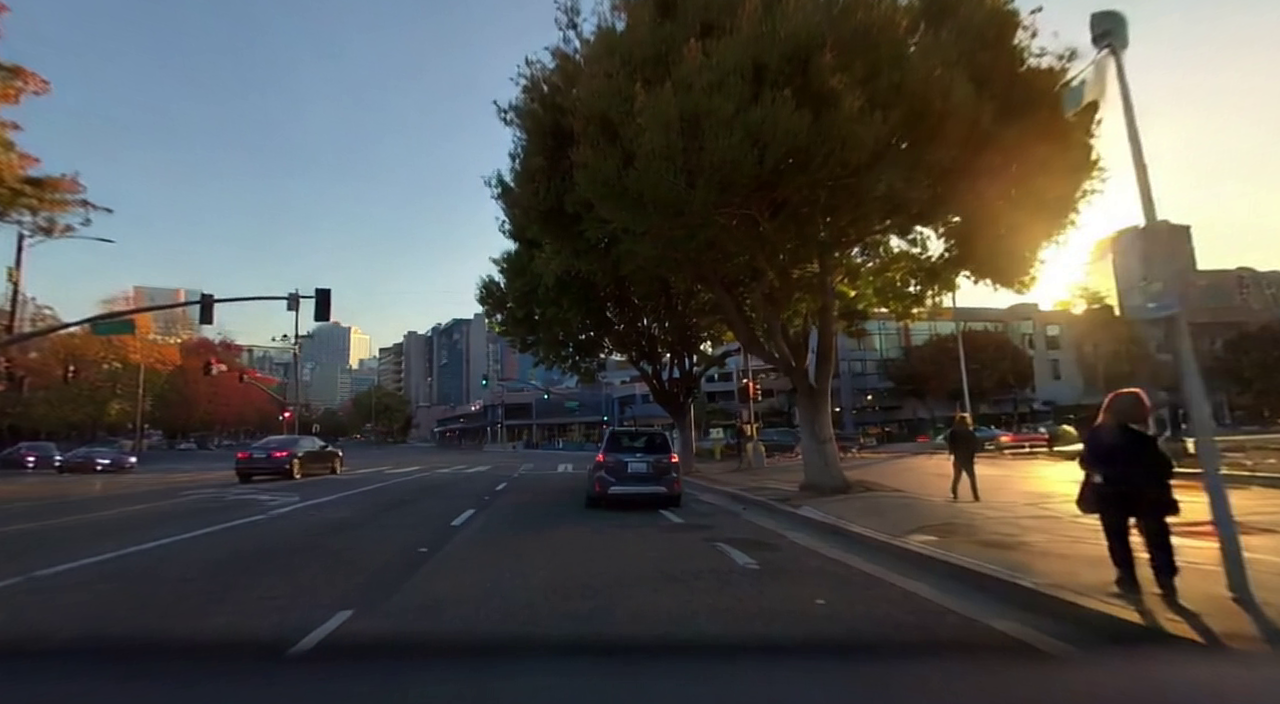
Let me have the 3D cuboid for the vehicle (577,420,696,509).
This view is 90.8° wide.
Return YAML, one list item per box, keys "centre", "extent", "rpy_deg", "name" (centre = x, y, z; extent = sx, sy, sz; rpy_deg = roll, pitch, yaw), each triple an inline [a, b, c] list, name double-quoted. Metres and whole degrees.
- centre: [-0.263, 2.485, 14.406]
  extent: [2.230, 1.683, 4.204]
  rpy_deg: [1, -8, -7]
  name: "vehicle"

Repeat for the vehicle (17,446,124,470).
- centre: [-36.604, 6.818, 40.718]
  extent: [4.692, 1.476, 1.992]
  rpy_deg: [1, -8, -7]
  name: "vehicle"

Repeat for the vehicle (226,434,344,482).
- centre: [-12.128, 3.633, 21.982]
  extent: [1.924, 1.458, 4.448]
  rpy_deg: [1, -8, -7]
  name: "vehicle"
